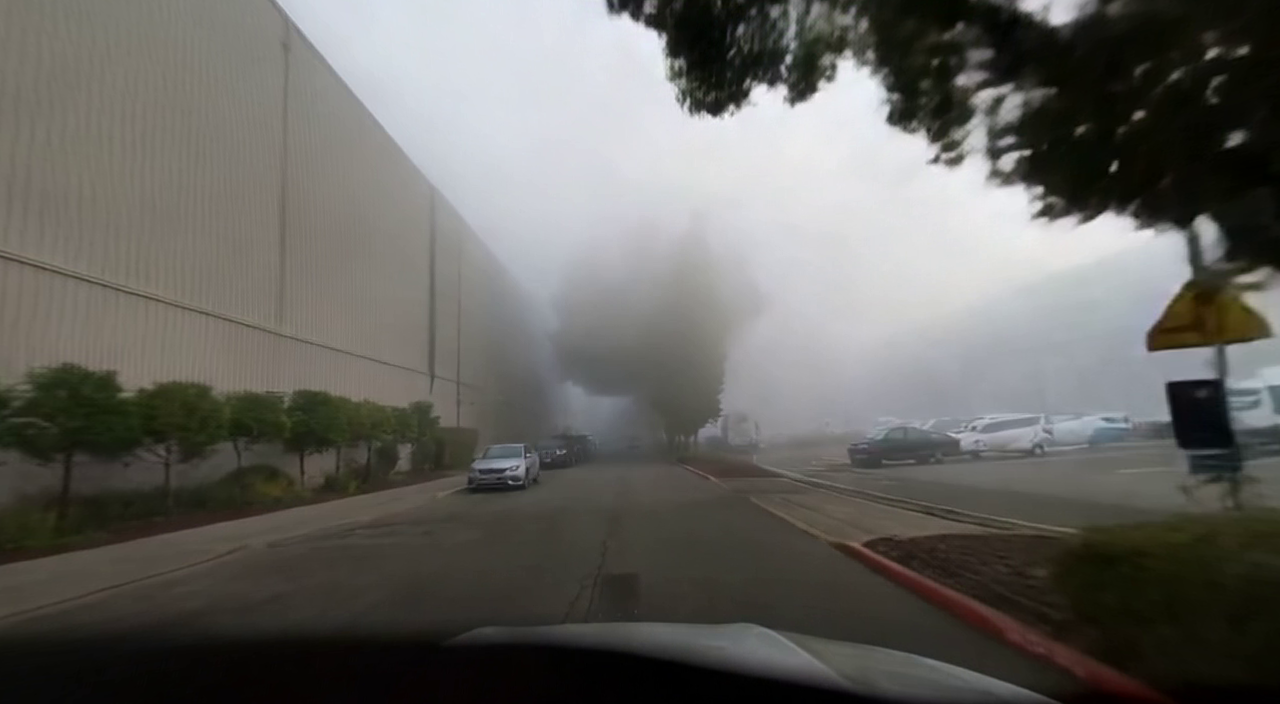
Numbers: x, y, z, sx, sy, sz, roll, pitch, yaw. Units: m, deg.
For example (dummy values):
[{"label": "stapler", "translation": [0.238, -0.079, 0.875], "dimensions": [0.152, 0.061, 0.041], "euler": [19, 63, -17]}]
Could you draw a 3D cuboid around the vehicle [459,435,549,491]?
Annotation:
[{"label": "vehicle", "translation": [-4.393, 3.686, 21.068], "dimensions": [2.040, 1.501, 4.440], "euler": [-4, -9, -1]}]

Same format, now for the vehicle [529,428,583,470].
[{"label": "vehicle", "translation": [-4.308, 5.141, 33.059], "dimensions": [2.161, 1.843, 5.181], "euler": [-4, -10, -2]}]
